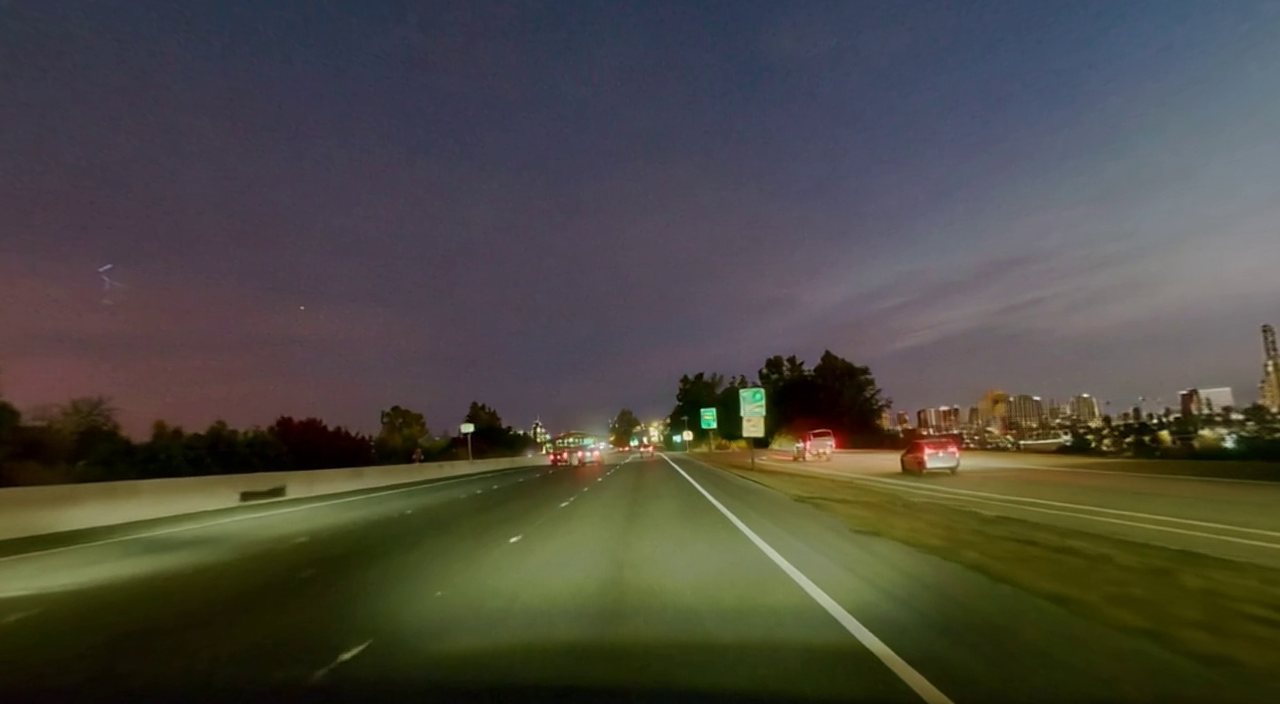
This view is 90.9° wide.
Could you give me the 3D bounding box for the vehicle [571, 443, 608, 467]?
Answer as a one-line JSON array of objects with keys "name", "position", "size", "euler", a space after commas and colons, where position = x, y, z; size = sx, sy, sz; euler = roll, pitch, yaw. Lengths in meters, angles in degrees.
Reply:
[{"name": "vehicle", "position": [-3.326, 6.881, 42.197], "size": [2.112, 1.489, 4.266], "euler": [-1, -8, 0]}]
